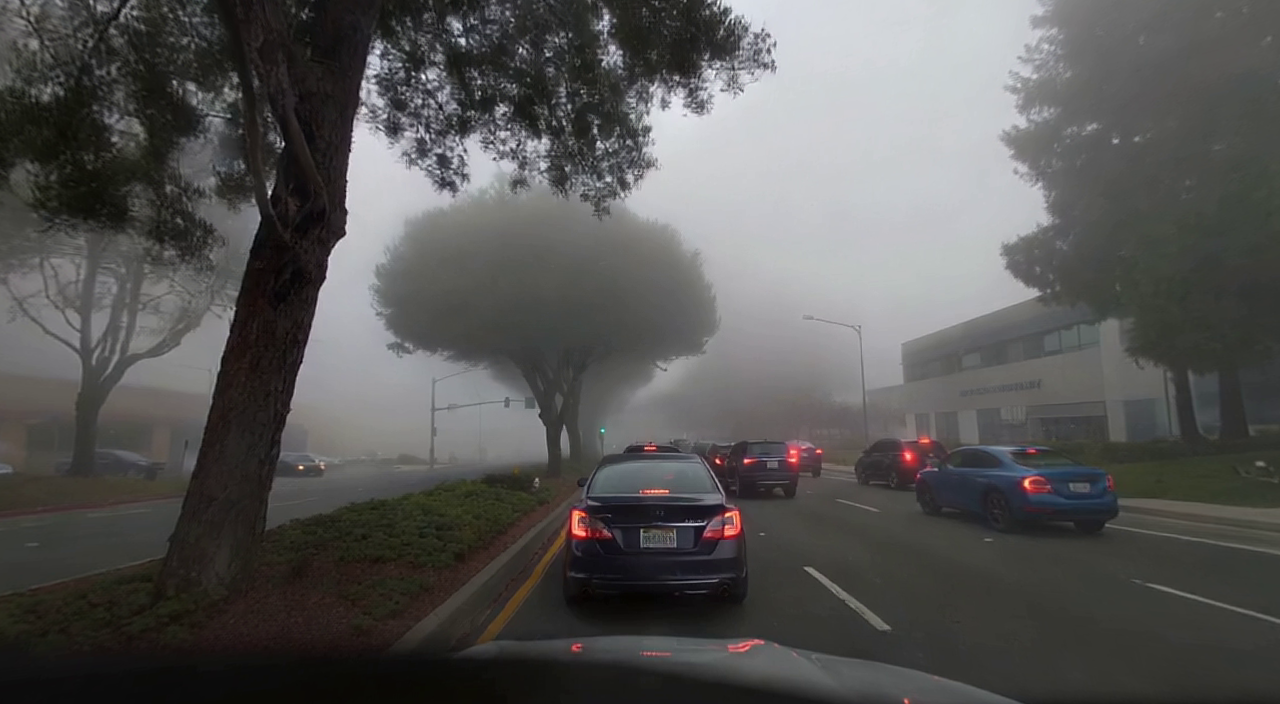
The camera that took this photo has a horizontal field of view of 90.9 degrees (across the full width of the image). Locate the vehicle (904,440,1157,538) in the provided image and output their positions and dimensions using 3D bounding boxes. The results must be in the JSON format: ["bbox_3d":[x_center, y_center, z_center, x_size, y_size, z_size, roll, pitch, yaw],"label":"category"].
[{"bbox_3d":[6.842,2.397,11.788,1.911,1.468,4.417,0,-8,0],"label":"vehicle"}]

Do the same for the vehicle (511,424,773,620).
[{"bbox_3d":[-0.016,1.608,7.019,1.977,1.465,4.376,0,-8,-1],"label":"vehicle"}]

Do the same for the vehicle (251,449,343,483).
[{"bbox_3d":[-18.817,6.196,34.551,4.428,1.743,2.163,-4,-9,27],"label":"vehicle"}]

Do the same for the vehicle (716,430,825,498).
[{"bbox_3d":[3.617,3.206,18.461,2.114,1.736,4.553,0,-8,-1],"label":"vehicle"}]
